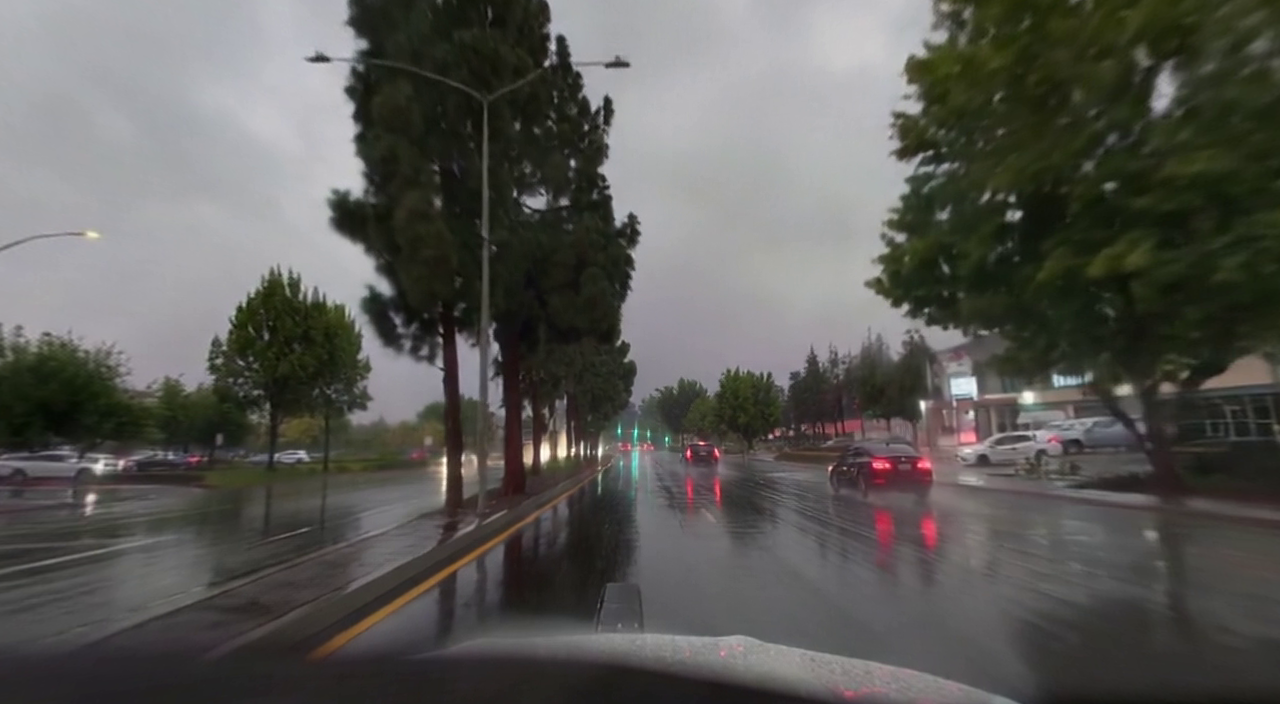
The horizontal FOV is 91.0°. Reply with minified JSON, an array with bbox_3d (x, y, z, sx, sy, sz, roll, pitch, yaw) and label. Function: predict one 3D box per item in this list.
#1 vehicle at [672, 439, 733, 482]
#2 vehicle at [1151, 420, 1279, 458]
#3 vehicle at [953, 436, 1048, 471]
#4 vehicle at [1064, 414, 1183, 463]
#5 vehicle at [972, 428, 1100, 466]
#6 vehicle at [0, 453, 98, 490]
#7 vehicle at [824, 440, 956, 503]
[{"bbox_3d":[2.618,4.696,27.455,2.161,1.676,4.151,0,-9,-1],"label":"vehicle"},{"bbox_3d":[33.390,5.137,36.751,2.307,2.019,5.604,0,-9,-1],"label":"vehicle"},{"bbox_3d":[18.687,5.272,32.759,3.719,1.537,1.807,-3,-9,-1],"label":"vehicle"},{"bbox_3d":[28.185,5.135,37.067,2.438,2.602,5.677,0,-9,0],"label":"vehicle"},{"bbox_3d":[22.823,5.536,36.818,2.858,2.005,6.831,0,-8,-2],"label":"vehicle"},{"bbox_3d":[-33.691,6.612,35.213,1.999,1.834,4.697,-1,-9,9],"label":"vehicle"},{"bbox_3d":[6.788,3.268,17.653,1.886,1.528,4.169,0,-9,-1],"label":"vehicle"}]
